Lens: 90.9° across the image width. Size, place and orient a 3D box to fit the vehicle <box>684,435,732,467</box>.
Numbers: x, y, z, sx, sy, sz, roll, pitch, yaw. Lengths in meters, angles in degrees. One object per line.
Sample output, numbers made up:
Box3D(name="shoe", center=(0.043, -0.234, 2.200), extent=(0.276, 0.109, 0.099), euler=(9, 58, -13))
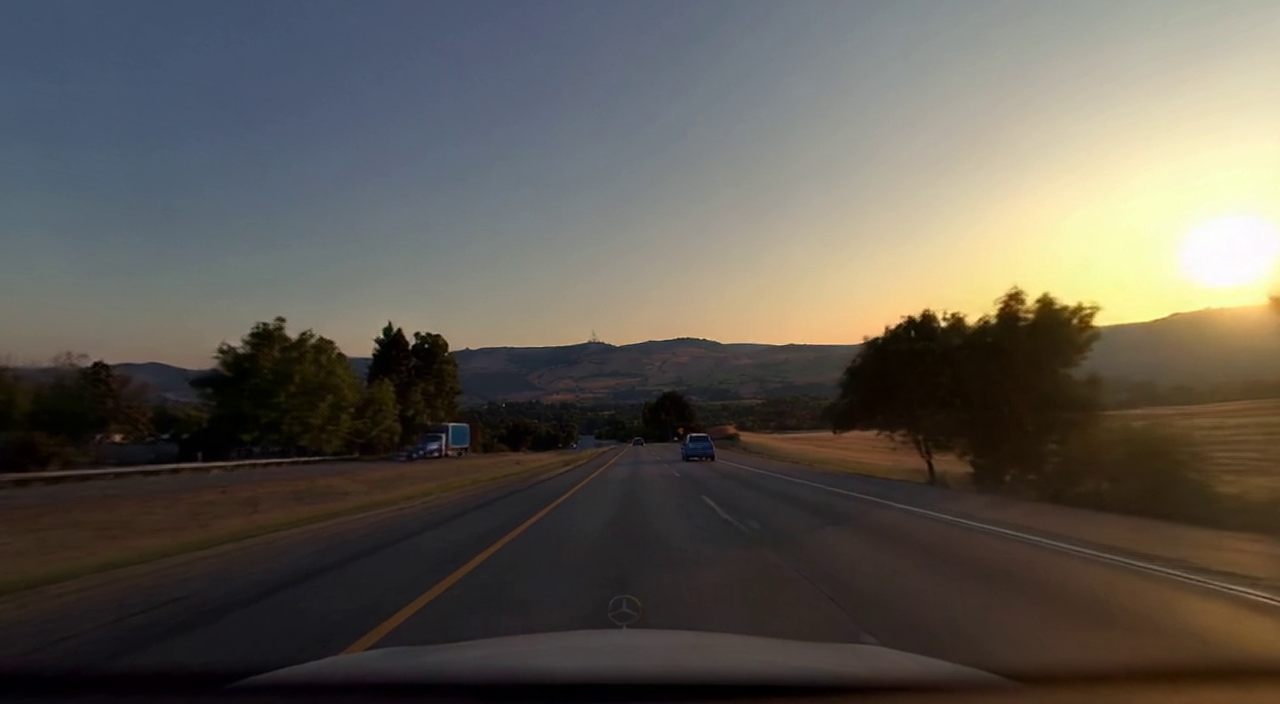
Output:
Box3D(name="vehicle", center=(3.637, 5.388, 34.482), extent=(2.157, 1.640, 4.056), euler=(0, -8, 1))

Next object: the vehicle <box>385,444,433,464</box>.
Box3D(name="vehicle", center=(-17.818, 7.844, 48.861), extent=(1.878, 1.474, 4.501), euler=(0, -8, 1))
